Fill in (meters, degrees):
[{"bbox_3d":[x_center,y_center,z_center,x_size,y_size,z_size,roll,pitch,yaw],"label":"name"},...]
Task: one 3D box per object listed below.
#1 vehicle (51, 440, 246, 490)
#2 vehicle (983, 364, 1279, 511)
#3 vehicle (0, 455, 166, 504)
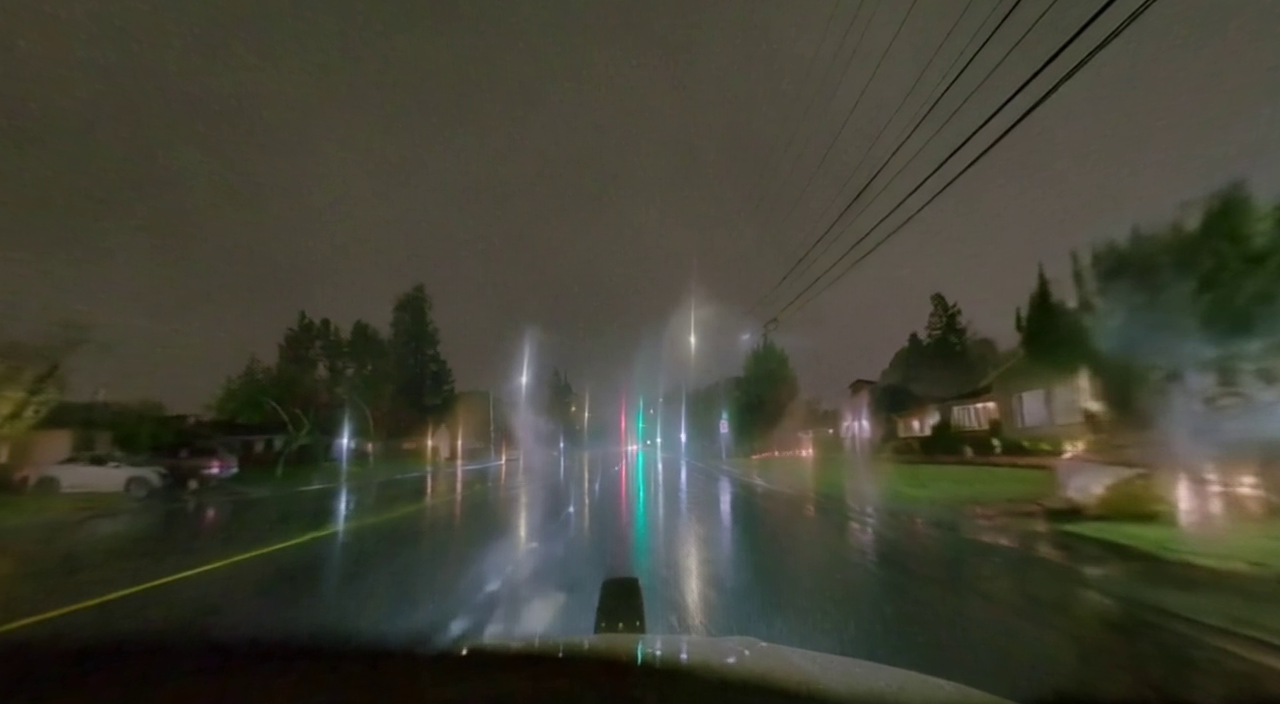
[{"bbox_3d":[-21.333,4.906,27.828,6.005,2.000,2.870,1,-7,-9],"label":"vehicle"},{"bbox_3d":[9.277,1.435,10.298,5.933,2.038,2.382,1,-9,2],"label":"vehicle"},{"bbox_3d":[-19.039,4.278,21.524,4.450,1.409,1.990,6,-11,-39],"label":"vehicle"}]
